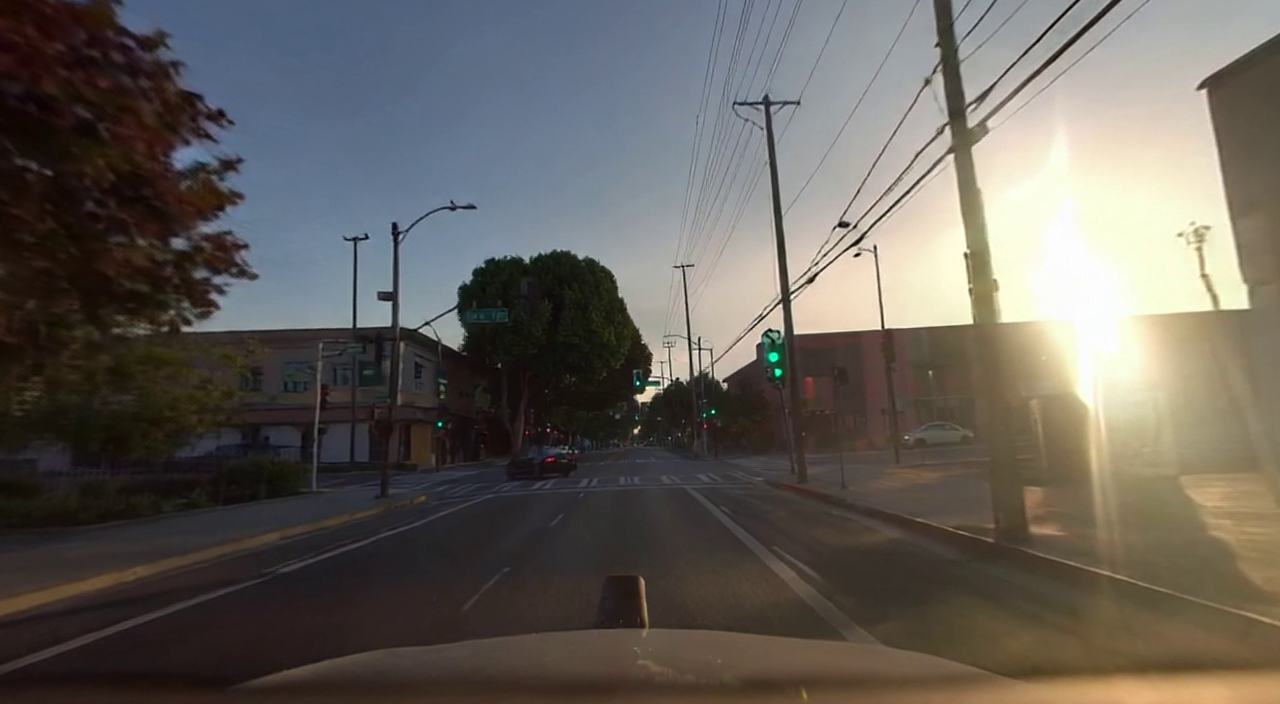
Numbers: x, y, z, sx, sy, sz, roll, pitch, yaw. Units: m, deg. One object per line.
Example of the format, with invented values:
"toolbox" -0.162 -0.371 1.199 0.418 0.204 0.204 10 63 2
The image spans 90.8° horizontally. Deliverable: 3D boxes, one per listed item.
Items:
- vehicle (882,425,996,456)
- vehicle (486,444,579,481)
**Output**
"vehicle" 14.645 4.375 31.141 4.632 1.484 1.907 0 -9 -1
"vehicle" -4.977 4.949 28.720 2.118 1.478 4.624 5 -10 -39
